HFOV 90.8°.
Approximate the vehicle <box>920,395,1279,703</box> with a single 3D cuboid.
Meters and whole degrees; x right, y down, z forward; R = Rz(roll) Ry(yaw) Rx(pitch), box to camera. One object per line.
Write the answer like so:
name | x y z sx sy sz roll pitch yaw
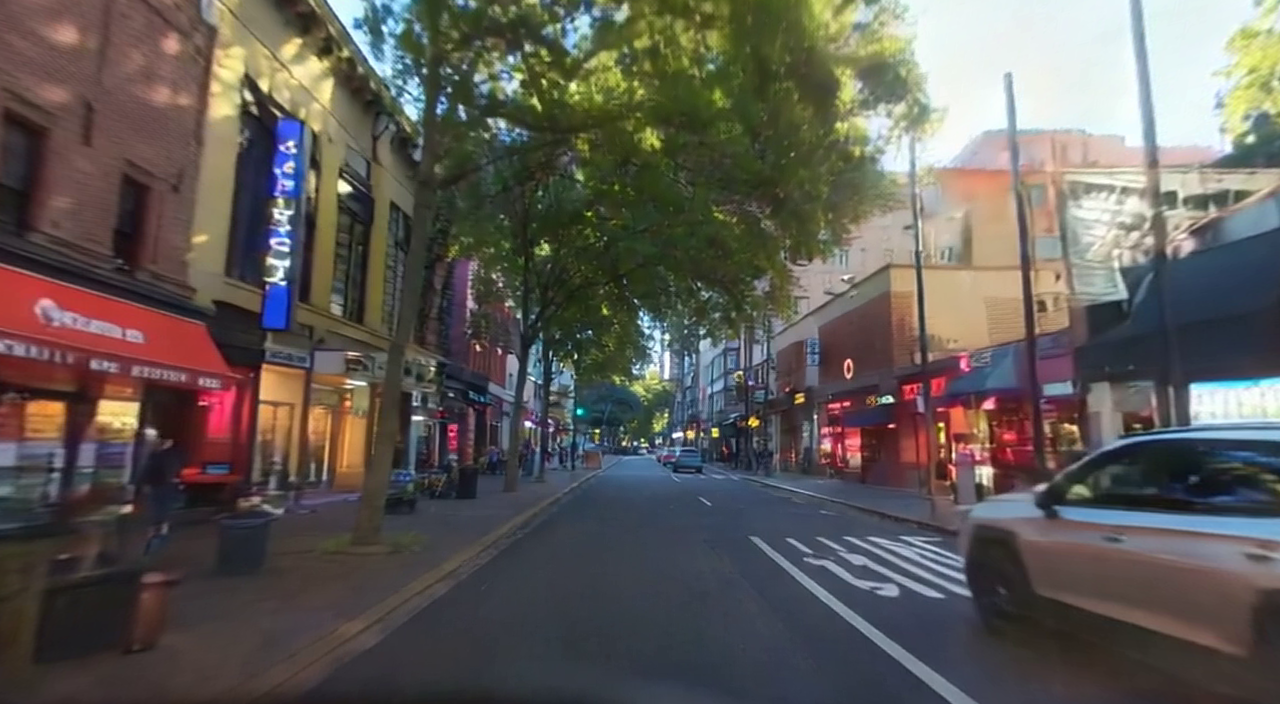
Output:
vehicle | 3.482 1.082 3.332 1.971 1.559 4.326 0 -9 -1
